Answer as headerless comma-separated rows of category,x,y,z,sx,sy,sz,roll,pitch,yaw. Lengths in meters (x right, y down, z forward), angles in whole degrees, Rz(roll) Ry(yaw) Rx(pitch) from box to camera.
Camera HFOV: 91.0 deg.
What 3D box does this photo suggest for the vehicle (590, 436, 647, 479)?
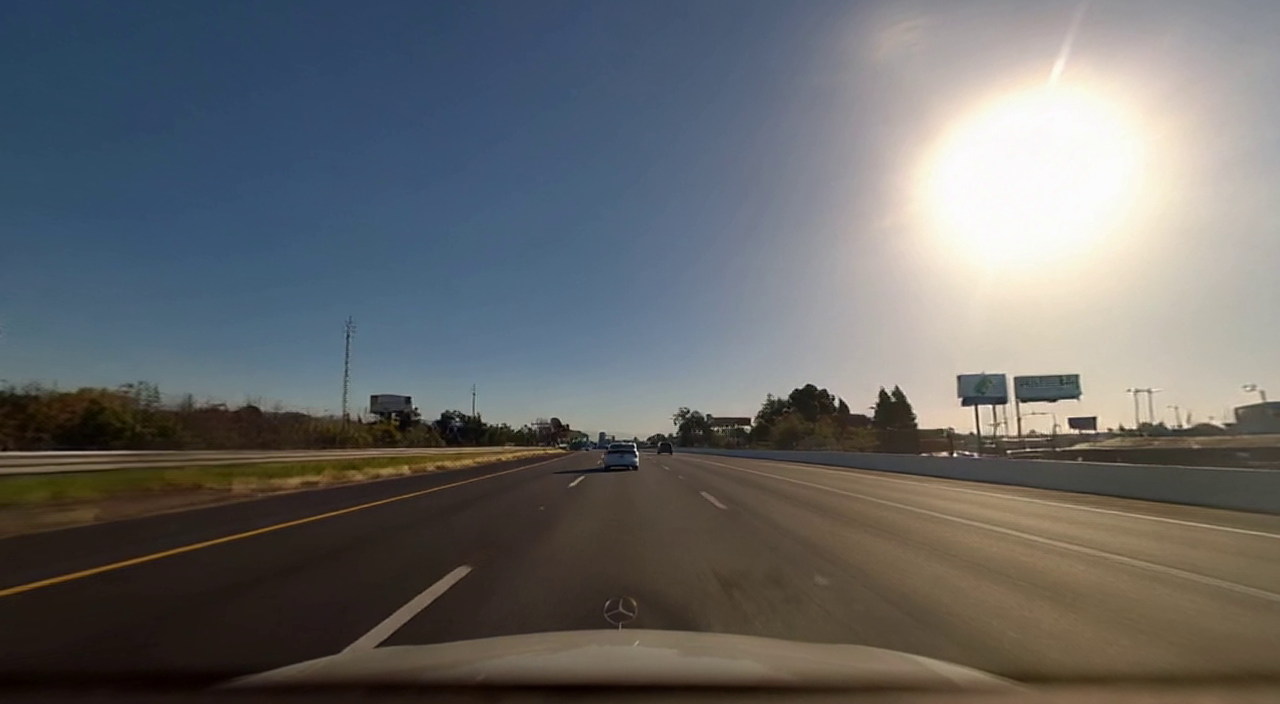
vehicle,-0.830,4.277,25.759,2.147,1.576,3.964,0,-8,-1
